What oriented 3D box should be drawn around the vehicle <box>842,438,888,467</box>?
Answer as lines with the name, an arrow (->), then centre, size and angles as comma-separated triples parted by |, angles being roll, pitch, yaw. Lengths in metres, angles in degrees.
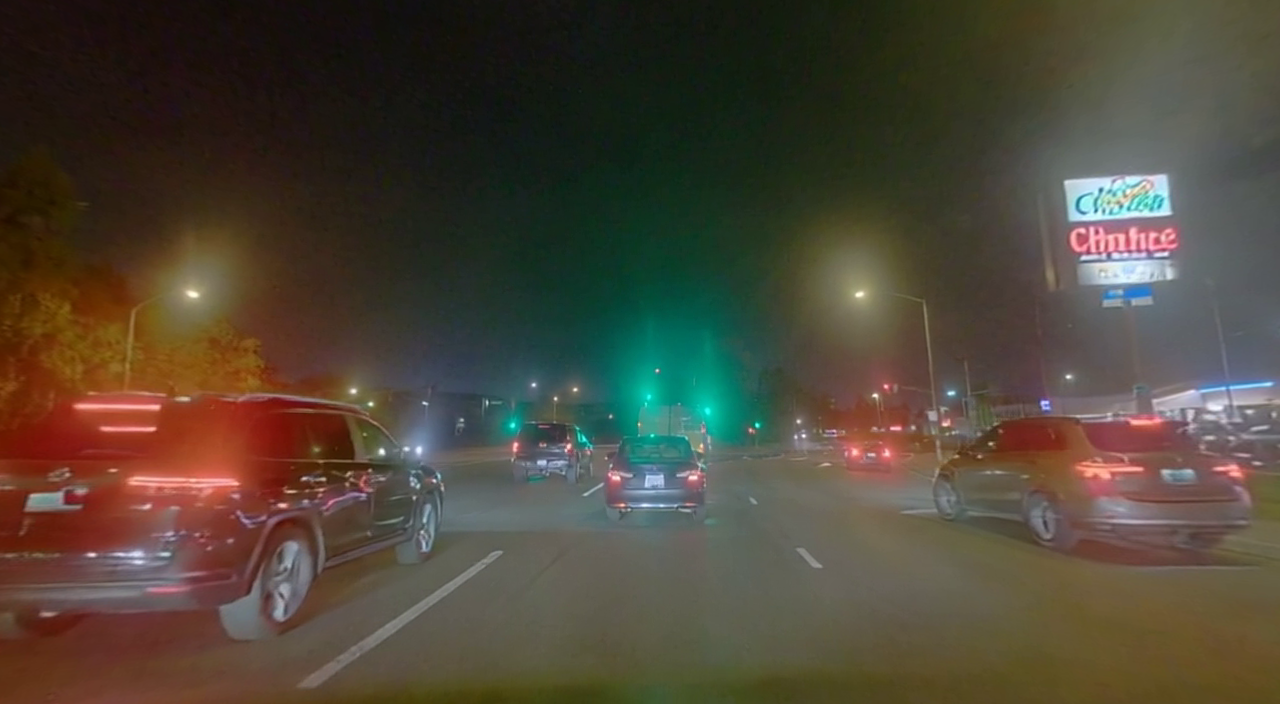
vehicle -> 12.495, 5.570, 35.226 | 1.900, 1.507, 4.151 | -2, -9, 13

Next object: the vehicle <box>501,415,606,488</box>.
vehicle -> -2.453, 3.035, 19.518 | 2.289, 1.935, 5.227 | -1, -8, 2

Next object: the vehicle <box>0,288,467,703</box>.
vehicle -> -3.050, 1.014, 4.644 | 2.124, 1.829, 4.799 | 0, -8, 1

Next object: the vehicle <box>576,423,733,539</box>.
vehicle -> 0.154, 1.995, 10.380 | 2.061, 1.494, 4.079 | 0, -8, -1

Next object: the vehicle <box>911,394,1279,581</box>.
vehicle -> 5.830, 1.673, 8.642 | 2.141, 1.794, 4.933 | 0, -8, 2
